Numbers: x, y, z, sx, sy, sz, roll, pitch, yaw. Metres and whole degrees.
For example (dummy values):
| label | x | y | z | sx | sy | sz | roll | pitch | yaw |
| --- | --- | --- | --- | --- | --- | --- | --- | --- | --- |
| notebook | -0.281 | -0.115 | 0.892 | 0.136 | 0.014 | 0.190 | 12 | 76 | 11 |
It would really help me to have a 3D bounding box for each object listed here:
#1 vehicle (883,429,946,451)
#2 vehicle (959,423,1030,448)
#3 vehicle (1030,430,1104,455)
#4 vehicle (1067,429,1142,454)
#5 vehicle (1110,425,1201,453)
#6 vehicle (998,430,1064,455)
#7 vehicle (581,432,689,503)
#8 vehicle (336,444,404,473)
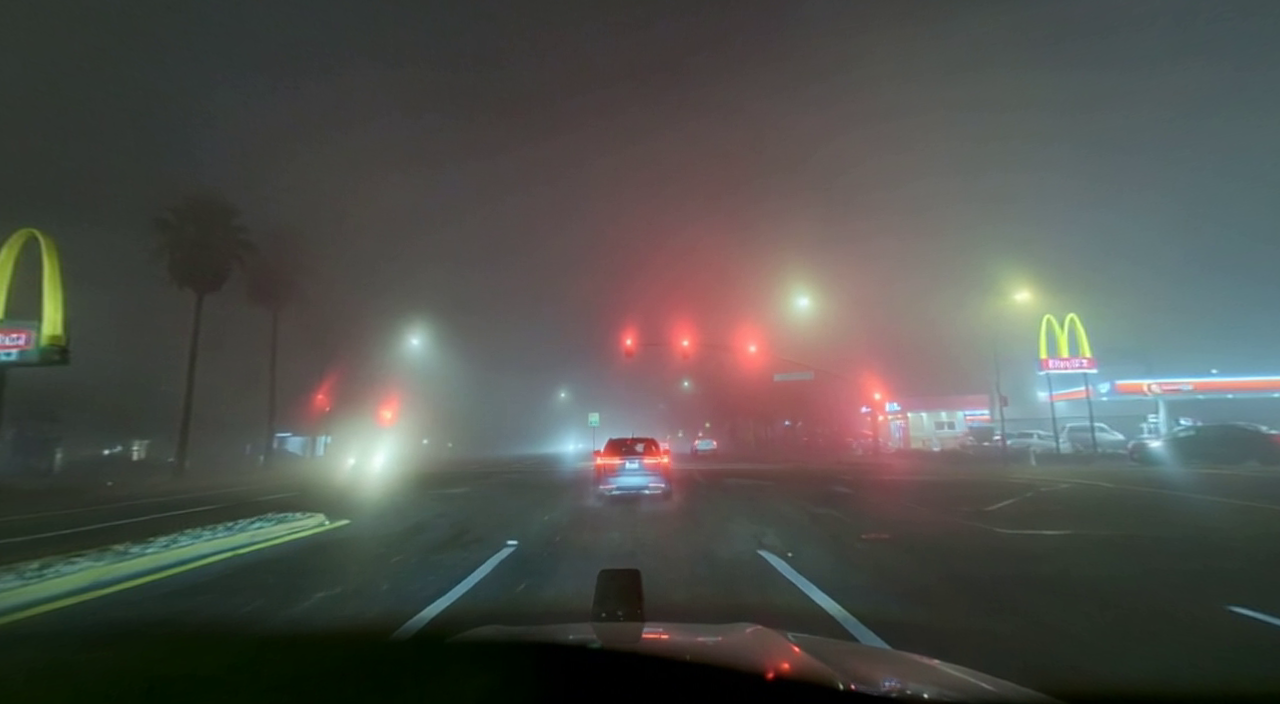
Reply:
| label | x | y | z | sx | sy | sz | roll | pitch | yaw |
| --- | --- | --- | --- | --- | --- | --- | --- | --- | --- |
| vehicle | 19.622 | 6.342 | 45.273 | 3.833 | 1.495 | 1.892 | -3 | -8 | 16 |
| vehicle | 24.654 | 5.848 | 44.062 | 3.783 | 1.560 | 1.853 | -4 | -9 | 12 |
| vehicle | 26.415 | 5.624 | 39.221 | 1.923 | 1.501 | 3.849 | 0 | -8 | 2 |
| vehicle | 28.897 | 5.616 | 39.464 | 1.848 | 1.467 | 3.941 | -1 | -8 | 3 |
| vehicle | 31.917 | 5.418 | 39.319 | 1.903 | 1.630 | 4.320 | 0 | -8 | -1 |
| vehicle | 24.344 | 5.665 | 39.462 | 1.738 | 1.462 | 3.609 | 0 | -8 | 0 |
| vehicle | -0.125 | 2.763 | 15.646 | 2.270 | 1.475 | 4.571 | 0 | -8 | 0 |
| vehicle | -15.449 | 6.100 | 36.419 | 1.896 | 1.508 | 4.659 | 0 | -8 | -1 |
